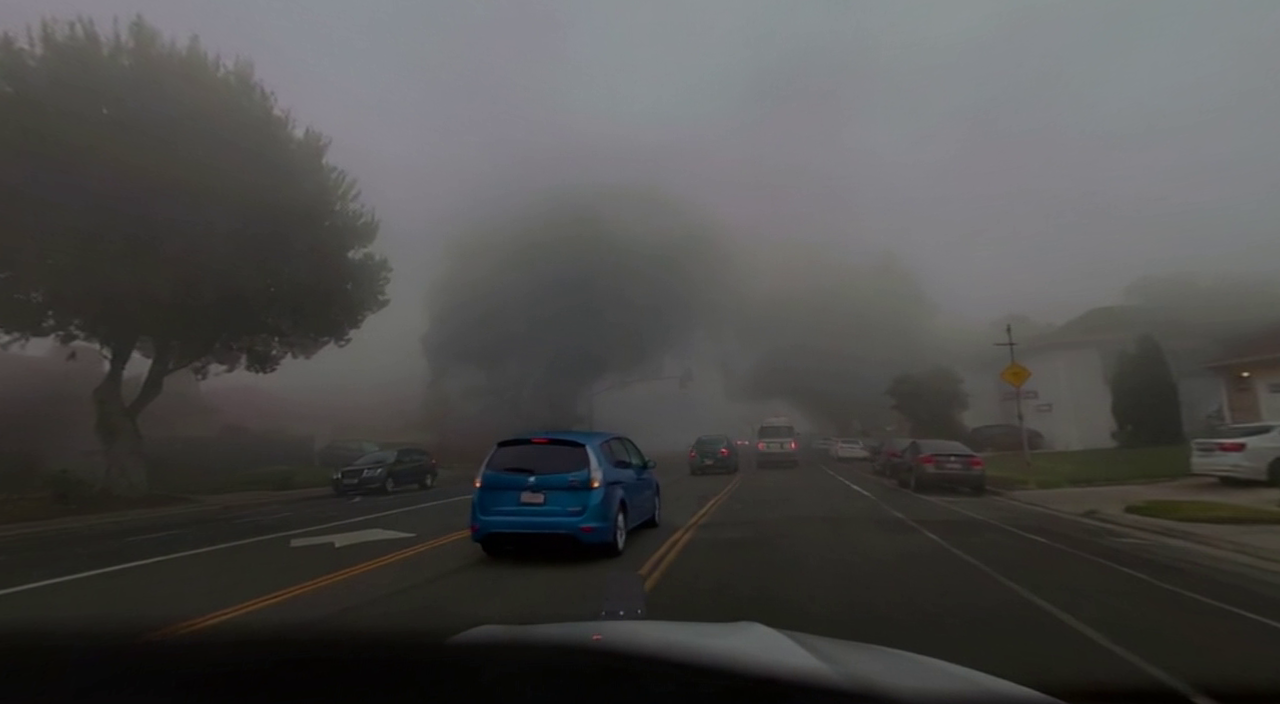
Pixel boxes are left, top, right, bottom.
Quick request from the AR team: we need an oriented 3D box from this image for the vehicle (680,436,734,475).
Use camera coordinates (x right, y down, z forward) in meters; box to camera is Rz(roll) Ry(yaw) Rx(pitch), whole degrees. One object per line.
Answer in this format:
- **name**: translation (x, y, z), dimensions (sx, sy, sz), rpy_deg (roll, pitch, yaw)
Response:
- **vehicle**: translation (2.955, 4.401, 27.148), dimensions (1.986, 1.508, 4.261), rpy_deg (-2, -9, 10)

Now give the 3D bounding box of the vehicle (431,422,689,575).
- **vehicle**: translation (-0.719, 1.812, 8.707), dimensions (2.069, 1.510, 4.325), rpy_deg (-2, -9, 14)

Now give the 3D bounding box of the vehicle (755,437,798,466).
- **vehicle**: translation (7.420, 5.461, 34.682), dimensions (2.081, 1.475, 4.361), rpy_deg (-2, -9, 10)

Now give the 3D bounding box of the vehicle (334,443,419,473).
- **vehicle**: translation (-15.284, 6.144, 36.721), dimensions (4.091, 1.614, 1.910), rpy_deg (-2, -9, 9)

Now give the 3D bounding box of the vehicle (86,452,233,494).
- **vehicle**: translation (-17.806, 4.453, 23.498), dimensions (4.397, 1.423, 1.789), rpy_deg (-2, -9, 12)

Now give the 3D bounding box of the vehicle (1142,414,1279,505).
- **vehicle**: translation (12.245, 1.914, 11.926), dimensions (4.077, 1.473, 1.887), rpy_deg (-2, -8, -9)

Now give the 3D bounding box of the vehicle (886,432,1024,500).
- **vehicle**: translation (7.914, 2.886, 16.409), dimensions (1.964, 1.485, 4.454), rpy_deg (-2, -9, 10)
